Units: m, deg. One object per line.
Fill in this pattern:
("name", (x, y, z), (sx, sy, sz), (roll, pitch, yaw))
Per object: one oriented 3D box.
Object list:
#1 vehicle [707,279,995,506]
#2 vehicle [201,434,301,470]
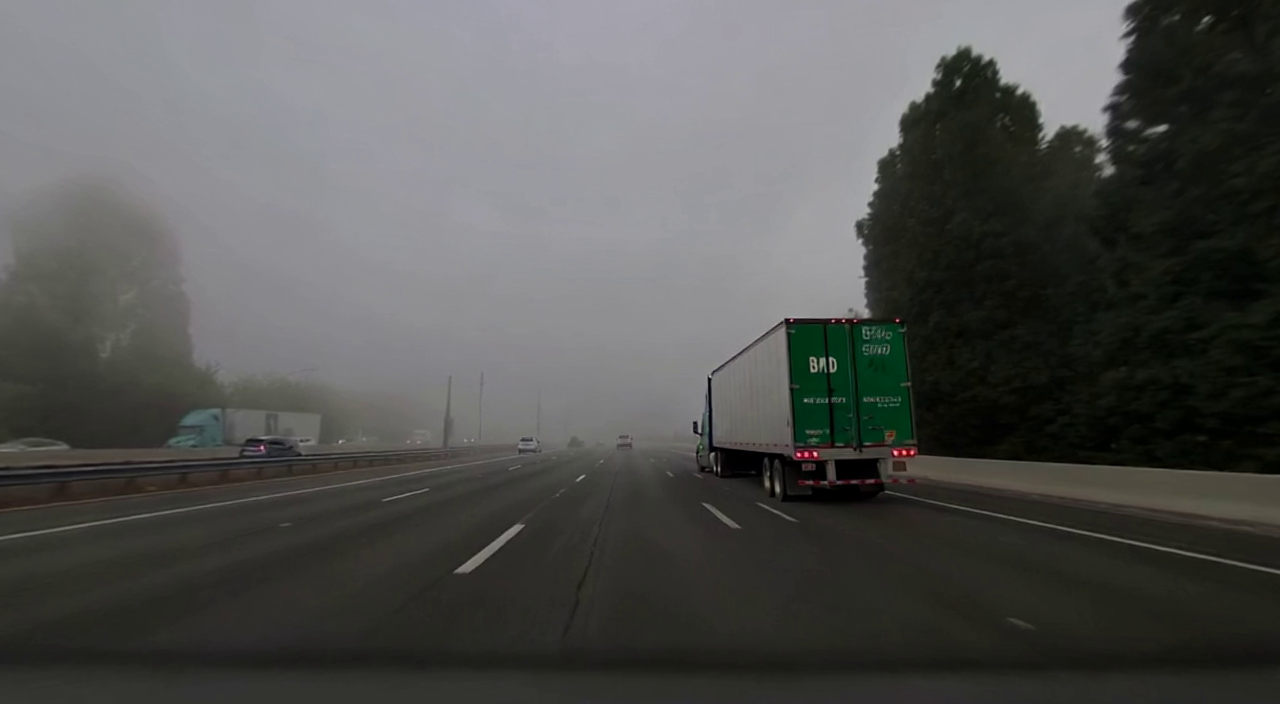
("vehicle", (4.400, 1.750, 18.428), (2.891, 3.944, 15.051), (0, -8, -2))
("vehicle", (-18.282, 4.711, 29.969), (1.913, 1.540, 4.540), (0, -8, -1))
